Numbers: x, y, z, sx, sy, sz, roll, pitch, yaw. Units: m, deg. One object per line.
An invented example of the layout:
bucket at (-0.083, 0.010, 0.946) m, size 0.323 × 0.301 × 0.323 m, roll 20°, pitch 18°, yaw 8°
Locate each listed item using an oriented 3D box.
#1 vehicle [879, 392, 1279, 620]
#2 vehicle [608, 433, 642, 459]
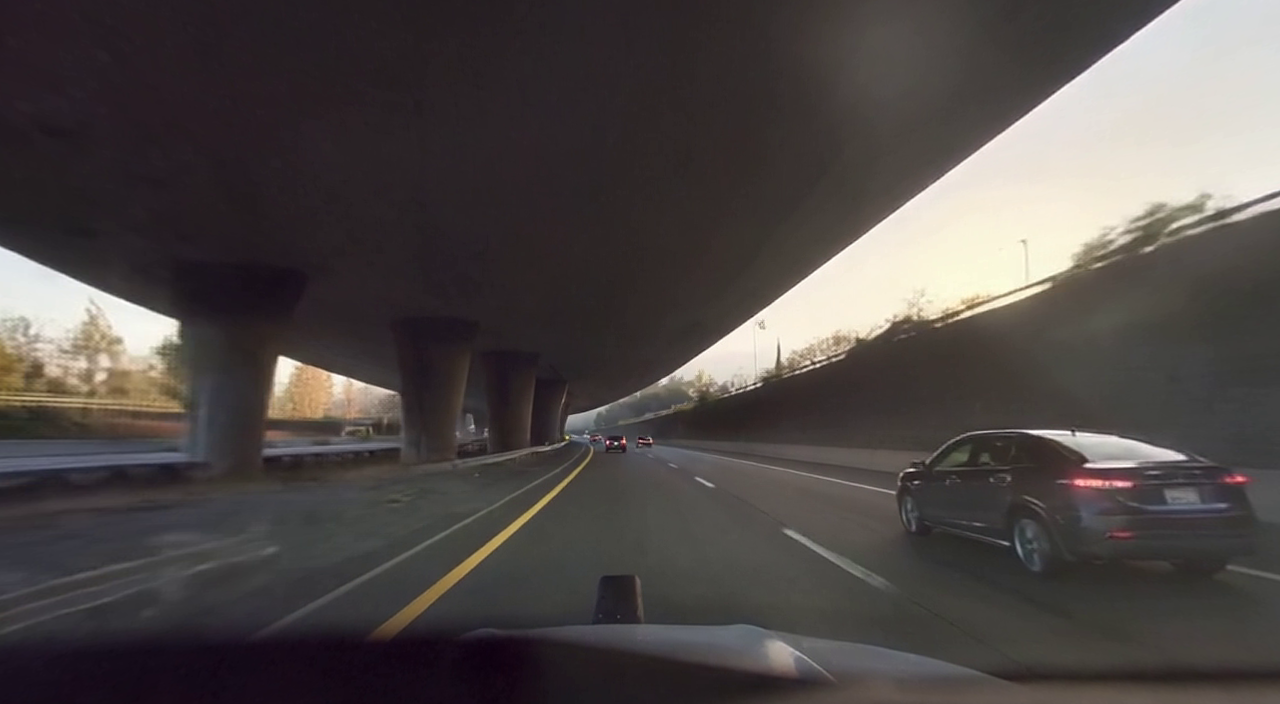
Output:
vehicle at (4.001, 1.281, 6.097) m, size 1.852 × 1.513 × 3.652 m, roll 0°, pitch -8°, yaw -1°
vehicle at (-0.989, 5.905, 39.731) m, size 1.998 × 1.512 × 3.735 m, roll 1°, pitch -8°, yaw -3°
